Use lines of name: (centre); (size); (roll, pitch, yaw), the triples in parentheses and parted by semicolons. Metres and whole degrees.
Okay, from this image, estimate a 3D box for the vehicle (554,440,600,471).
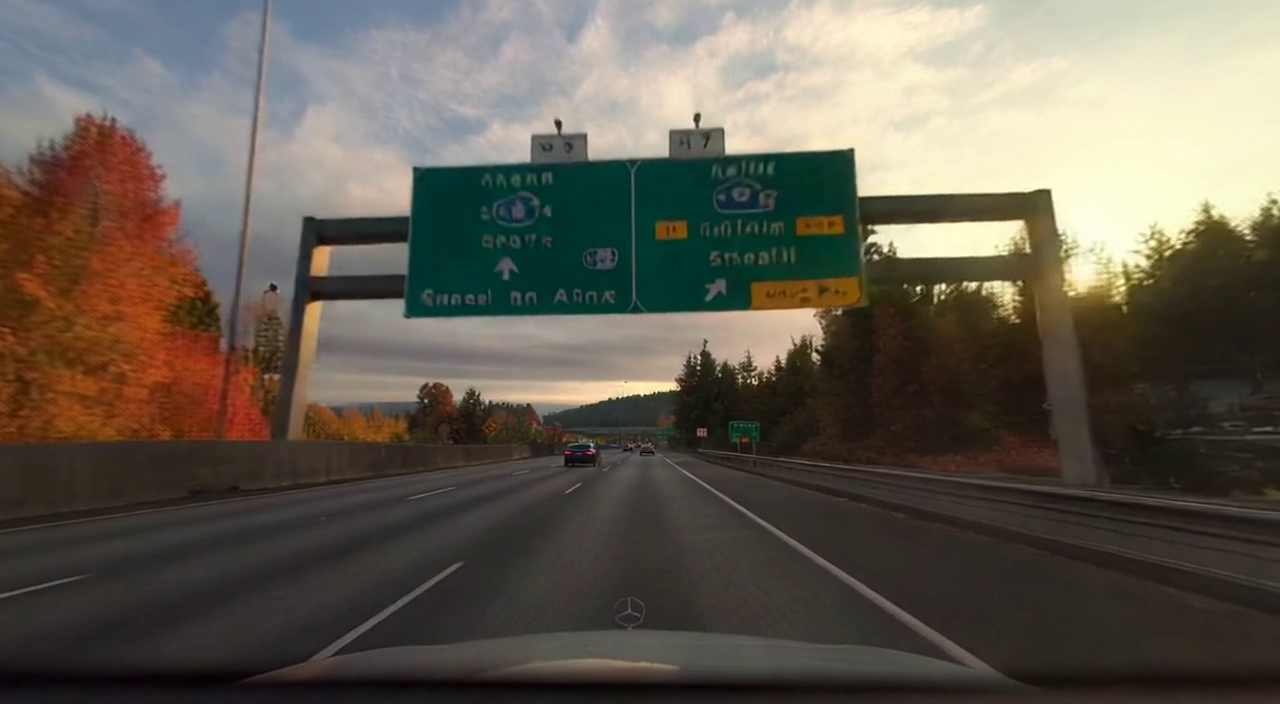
vehicle: (-3.377, 5.653, 34.706); (2.061, 1.572, 4.814); (0, -8, 0)
